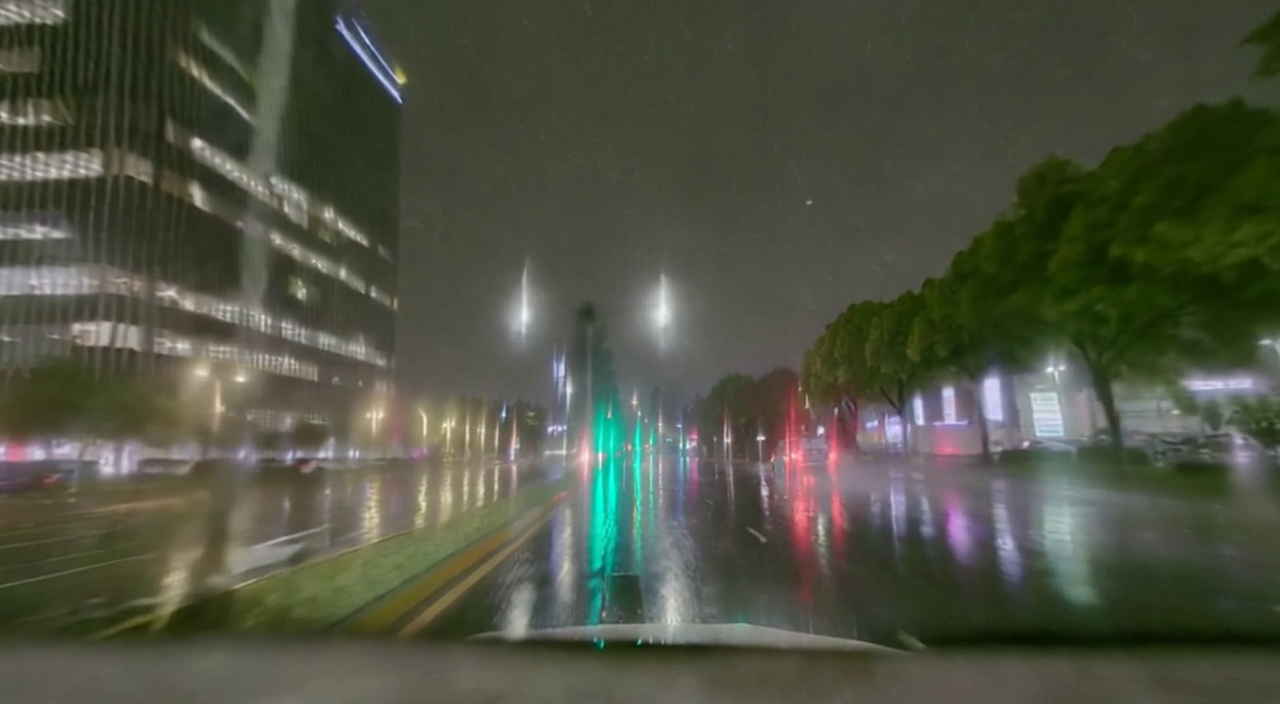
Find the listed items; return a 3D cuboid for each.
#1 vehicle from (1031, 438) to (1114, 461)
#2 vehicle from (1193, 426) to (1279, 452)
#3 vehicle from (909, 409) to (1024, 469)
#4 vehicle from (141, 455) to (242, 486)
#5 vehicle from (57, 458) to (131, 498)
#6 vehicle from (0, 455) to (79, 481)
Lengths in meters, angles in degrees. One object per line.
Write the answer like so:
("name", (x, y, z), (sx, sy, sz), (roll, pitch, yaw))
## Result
("vehicle", (31.598, 7.144, 46.250), (4.505, 1.450, 2.051), (-3, -10, -1))
("vehicle", (41.276, 5.999, 43.341), (4.658, 1.705, 2.148), (0, -9, -2))
("vehicle", (19.304, 5.397, 38.151), (2.630, 3.176, 8.459), (-1, -10, 2))
("vehicle", (-27.869, 7.325, 39.415), (4.879, 1.724, 2.086), (6, -10, -34))
("vehicle", (-26.811, 6.152, 31.188), (1.969, 1.682, 4.542), (5, -10, -31))
("vehicle", (-41.926, 8.003, 43.955), (1.824, 1.570, 4.239), (2, -8, 0))
